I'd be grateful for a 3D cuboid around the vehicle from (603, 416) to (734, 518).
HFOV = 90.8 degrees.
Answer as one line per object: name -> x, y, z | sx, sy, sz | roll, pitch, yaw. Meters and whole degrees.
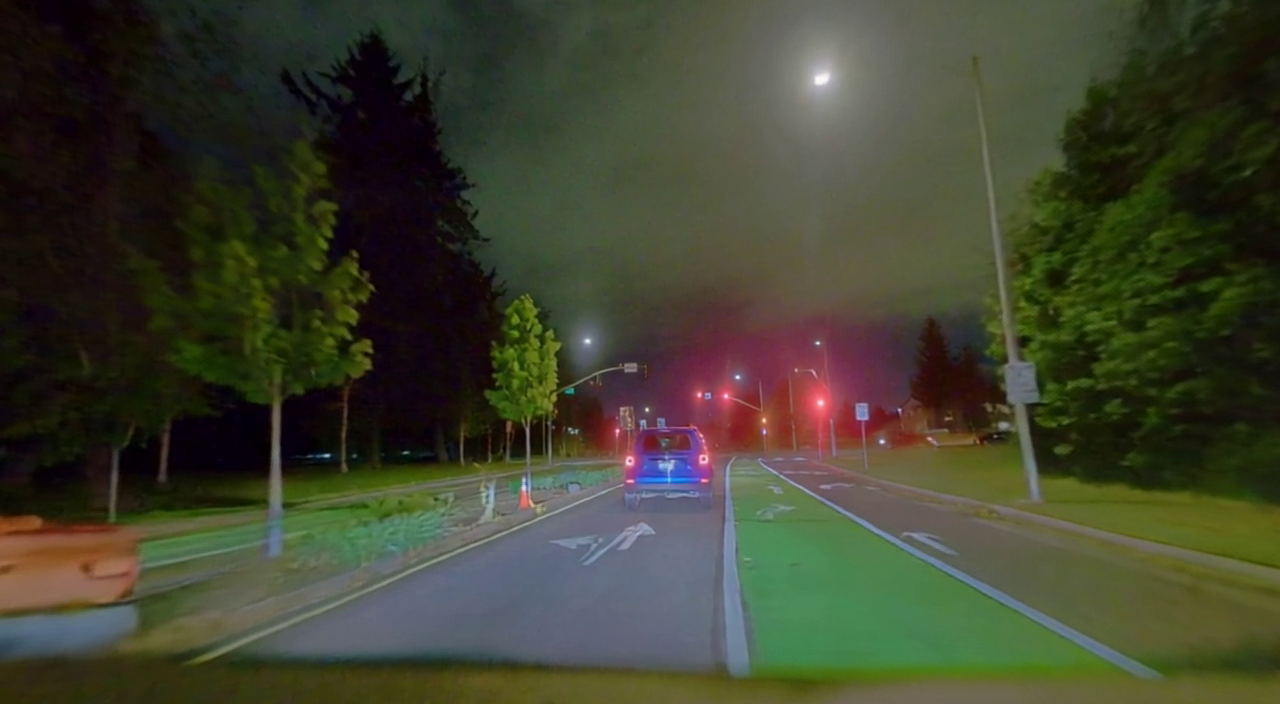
vehicle -> 0.779, 2.409, 13.654 | 2.339, 1.790, 4.629 | -1, -9, 7
